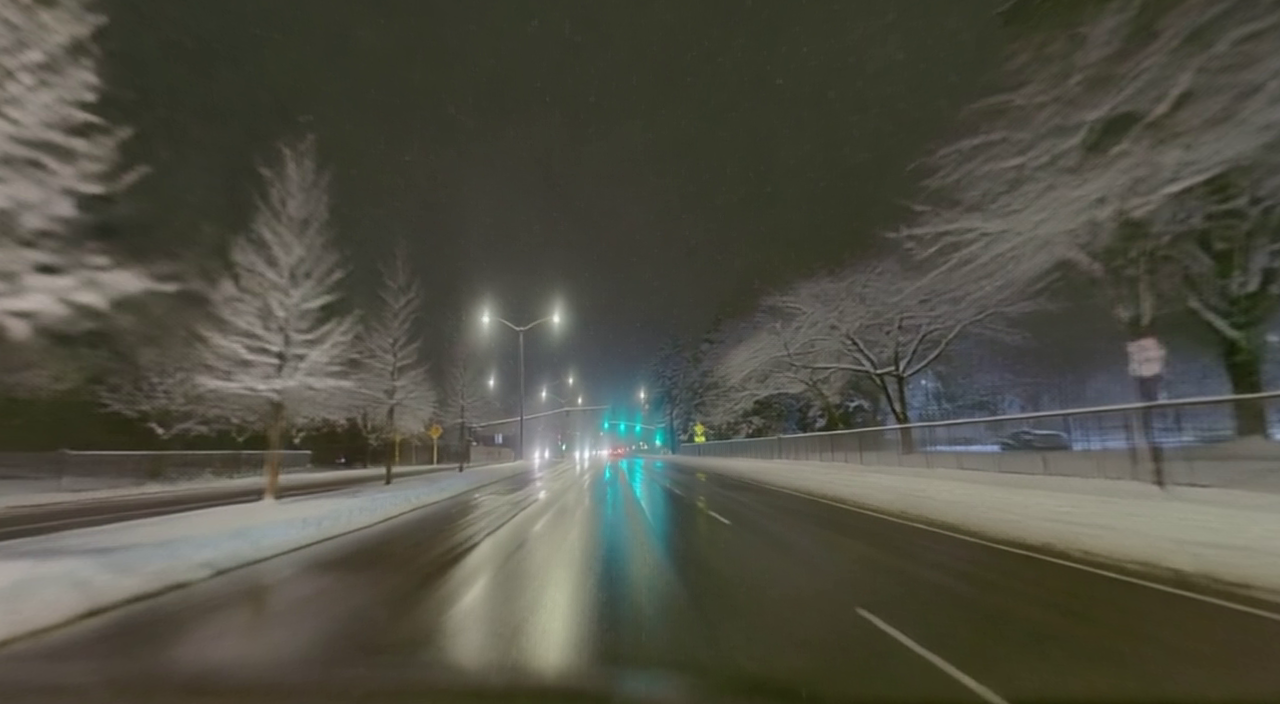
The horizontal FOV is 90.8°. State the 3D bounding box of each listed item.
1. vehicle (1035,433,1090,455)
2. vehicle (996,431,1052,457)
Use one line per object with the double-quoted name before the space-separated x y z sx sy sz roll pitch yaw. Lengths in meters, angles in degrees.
"vehicle" 29.164 6.401 43.704 1.736 1.440 3.989 -2 -9 12
"vehicle" 26.034 6.289 42.996 2.055 1.645 4.679 -3 -9 17
